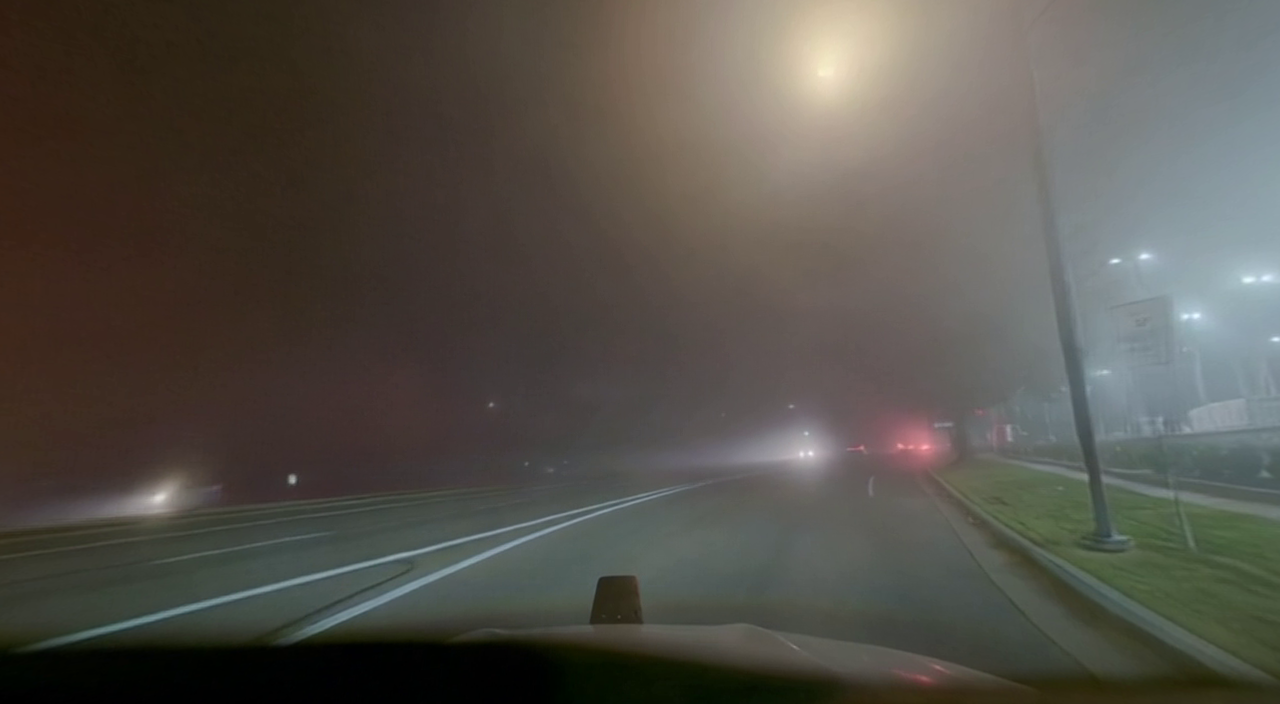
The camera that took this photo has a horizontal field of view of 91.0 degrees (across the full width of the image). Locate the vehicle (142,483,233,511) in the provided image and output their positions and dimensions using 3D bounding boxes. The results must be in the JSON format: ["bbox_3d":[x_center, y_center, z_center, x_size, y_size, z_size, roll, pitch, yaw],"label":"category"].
[{"bbox_3d":[-31.269,10.010,43.628,1.824,1.478,4.676,-4,-10,27],"label":"vehicle"}]
